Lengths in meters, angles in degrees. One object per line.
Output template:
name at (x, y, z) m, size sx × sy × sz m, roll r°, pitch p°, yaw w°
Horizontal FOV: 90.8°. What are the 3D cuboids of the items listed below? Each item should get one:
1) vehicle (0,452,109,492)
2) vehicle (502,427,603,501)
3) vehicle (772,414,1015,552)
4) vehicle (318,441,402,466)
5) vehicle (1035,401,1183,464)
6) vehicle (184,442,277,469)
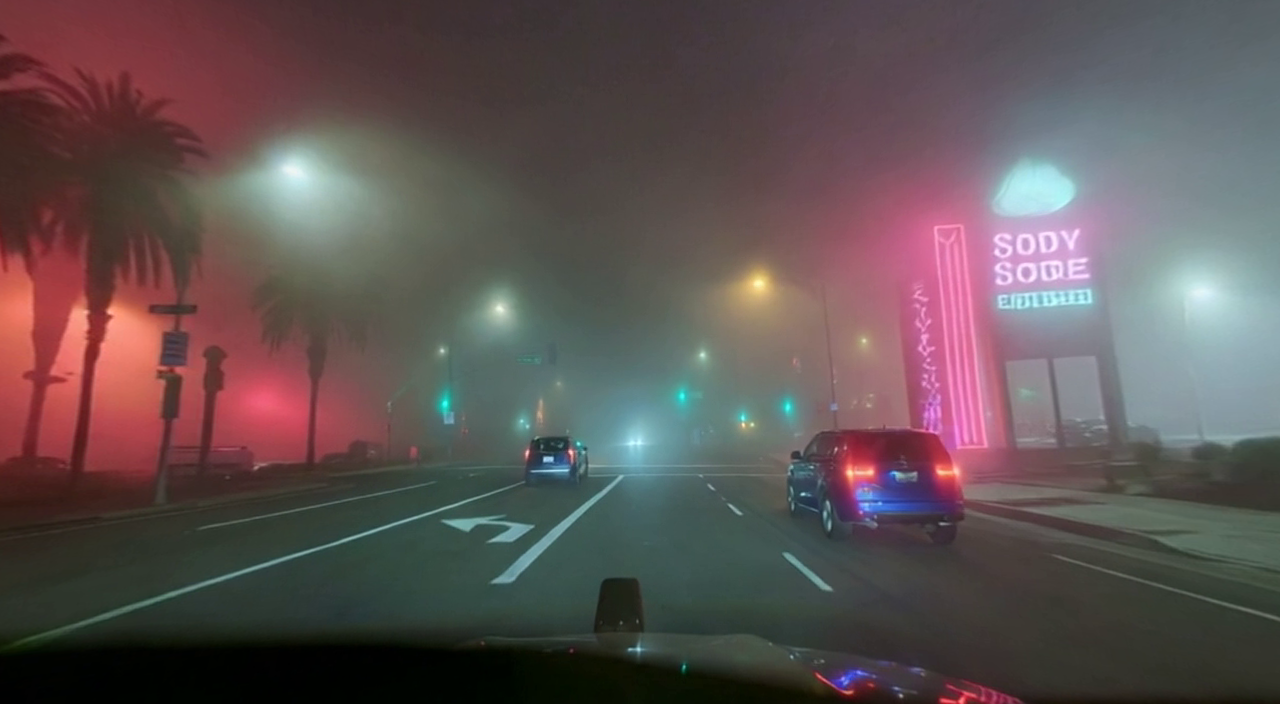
vehicle at (-25.126, 4.882, 25.868) m, size 1.800 × 1.462 × 4.752 m, roll -4°, pitch -9°, yaw 21°
vehicle at (-2.158, 2.904, 16.861) m, size 2.063 × 1.664 × 4.471 m, roll 0°, pitch -8°, yaw 0°
vehicle at (3.563, 1.917, 9.953) m, size 1.983 × 1.654 × 4.354 m, roll 0°, pitch -8°, yaw 0°
vehicle at (-19.266, 7.007, 43.648) m, size 4.834 × 1.589 × 1.907 m, roll 0°, pitch -8°, yaw -6°
vehicle at (16.734, 2.884, 22.466) m, size 5.652 × 1.992 × 2.202 m, roll 5°, pitch -10°, yaw -32°
vehicle at (-27.425, 6.930, 42.425) m, size 4.683 × 1.748 × 2.076 m, roll 0°, pitch -8°, yaw -3°
